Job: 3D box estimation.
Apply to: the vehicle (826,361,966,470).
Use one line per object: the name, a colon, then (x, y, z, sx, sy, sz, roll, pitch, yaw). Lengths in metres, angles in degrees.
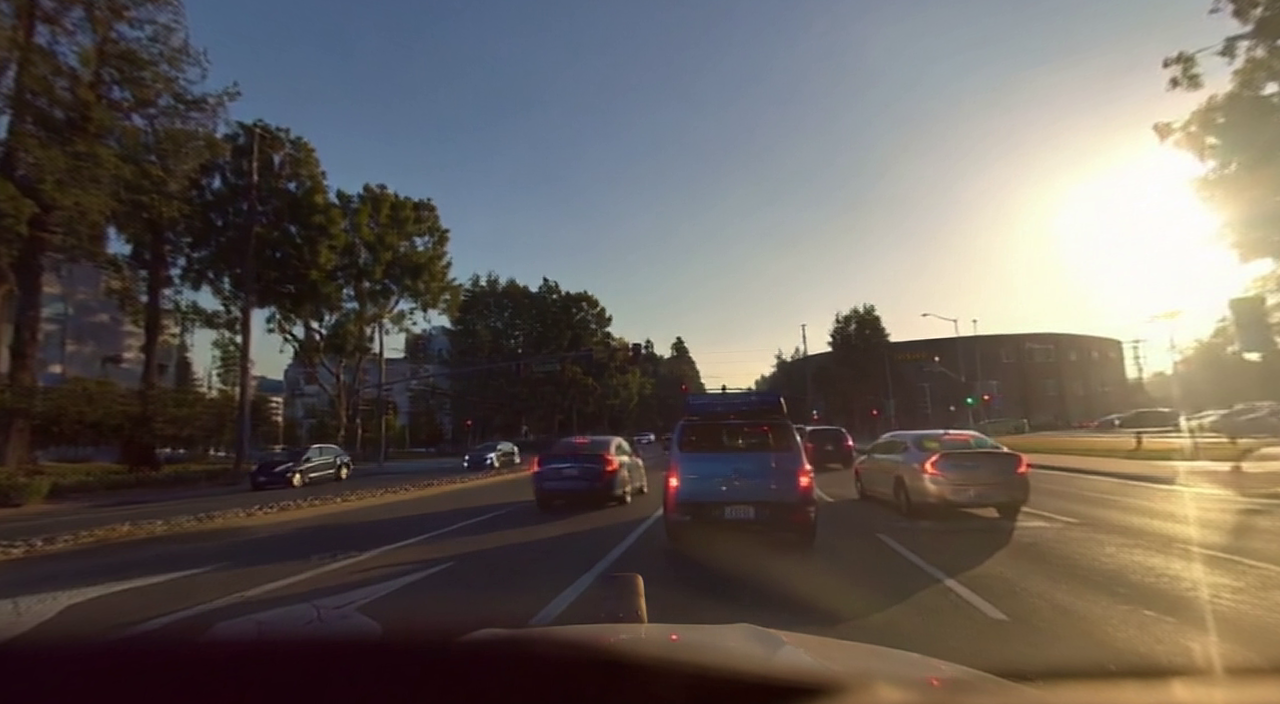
vehicle: (10.513, 2.939, 27.153, 2.965, 3.900, 9.064, -1, -9, 6)

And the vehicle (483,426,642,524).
vehicle: (-1.235, 2.262, 12.076, 2.010, 1.515, 4.152, -1, -9, 8)

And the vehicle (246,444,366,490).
vehicle: (-13.678, 4.709, 26.134, 2.018, 1.715, 4.451, -2, -9, 10)

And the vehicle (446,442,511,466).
vehicle: (-10.918, 6.942, 42.988, 2.005, 1.489, 4.650, -3, -9, 19)

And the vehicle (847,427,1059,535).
vehicle: (4.977, 2.077, 10.739, 1.862, 1.451, 4.083, -1, -9, 6)

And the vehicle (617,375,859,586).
vehicle: (1.195, 1.505, 8.099, 2.188, 1.892, 4.488, -1, -9, 8)

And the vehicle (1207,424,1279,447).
vehicle: (40.316, 5.573, 41.777, 1.840, 1.457, 4.080, -1, -9, 8)
